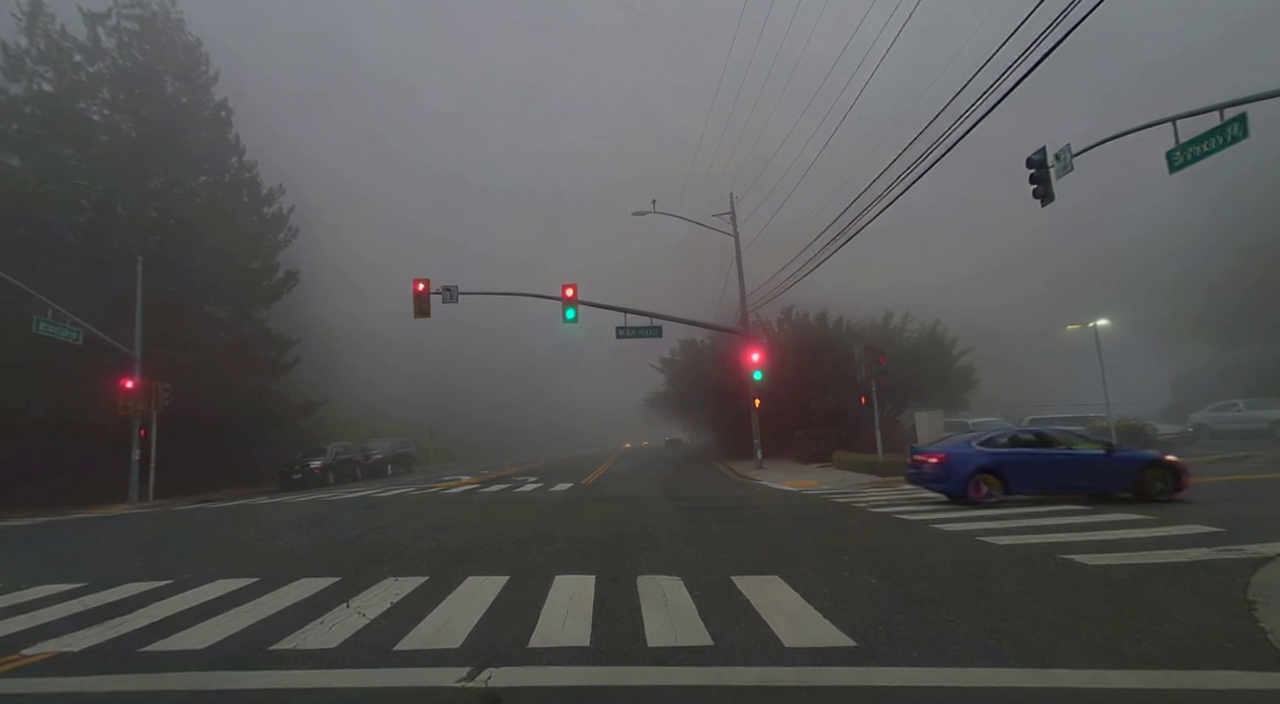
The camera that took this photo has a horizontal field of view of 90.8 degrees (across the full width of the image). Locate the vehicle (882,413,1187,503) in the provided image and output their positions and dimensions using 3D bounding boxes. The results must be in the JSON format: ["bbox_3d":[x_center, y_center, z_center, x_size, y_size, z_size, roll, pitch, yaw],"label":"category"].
[{"bbox_3d":[7.287,2.028,12.314,4.592,1.470,2.071,-4,-10,25],"label":"vehicle"}]

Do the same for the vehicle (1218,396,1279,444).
[{"bbox_3d":[26.551,3.002,27.098,4.861,1.857,2.098,8,-12,-44],"label":"vehicle"}]

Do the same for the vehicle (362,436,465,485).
[{"bbox_3d":[-10.153,4.925,28.986,2.664,1.940,5.702,-2,-9,0],"label":"vehicle"}]

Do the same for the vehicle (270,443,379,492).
[{"bbox_3d":[-13.793,5.058,28.057,2.306,1.957,4.968,0,-9,-1],"label":"vehicle"}]
